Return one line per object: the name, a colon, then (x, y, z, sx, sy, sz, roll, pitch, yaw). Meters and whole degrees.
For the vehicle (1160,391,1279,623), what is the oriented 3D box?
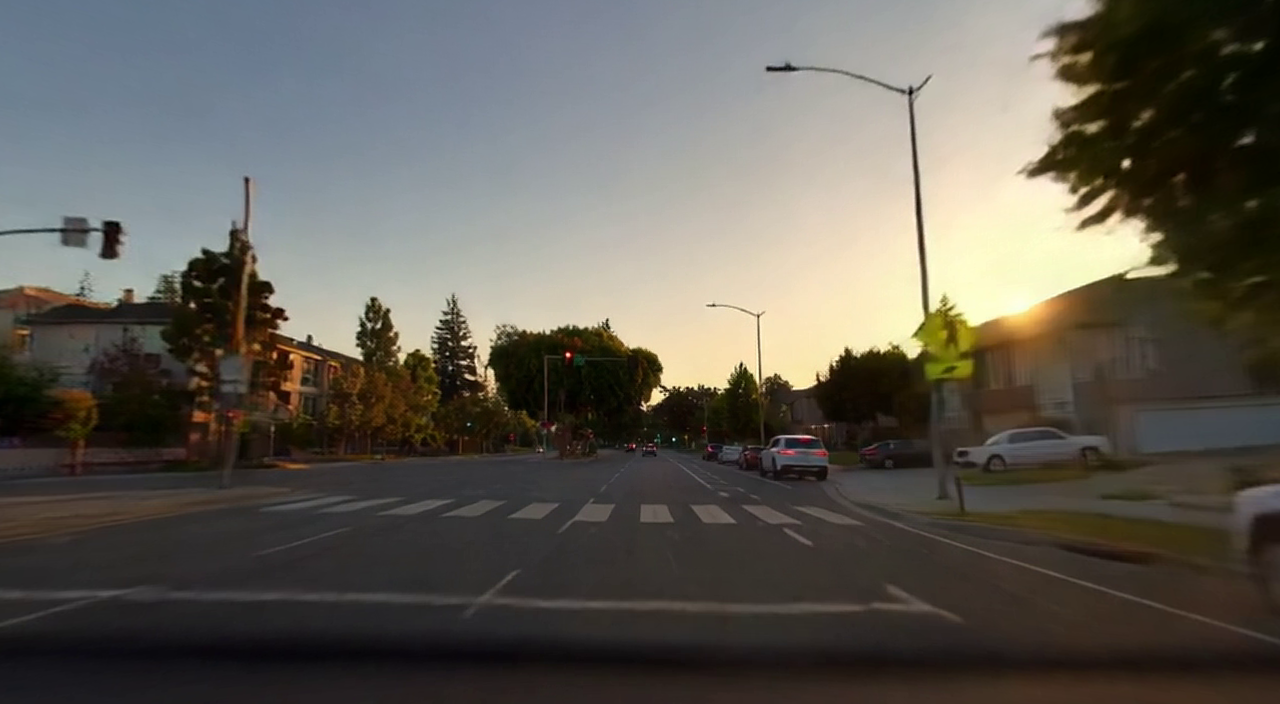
vehicle: (5.944, 0.984, 3.469, 2.094, 1.766, 4.792, 0, -9, 1)

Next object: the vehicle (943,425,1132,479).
vehicle: (12.367, 3.159, 20.016, 4.585, 1.564, 2.078, -3, -9, 17)

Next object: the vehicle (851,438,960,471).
vehicle: (12.330, 4.768, 29.425, 4.452, 1.459, 2.001, -4, -9, 23)

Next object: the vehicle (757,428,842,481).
vehicle: (6.435, 4.211, 26.147, 2.293, 1.942, 5.004, 0, -9, 1)
